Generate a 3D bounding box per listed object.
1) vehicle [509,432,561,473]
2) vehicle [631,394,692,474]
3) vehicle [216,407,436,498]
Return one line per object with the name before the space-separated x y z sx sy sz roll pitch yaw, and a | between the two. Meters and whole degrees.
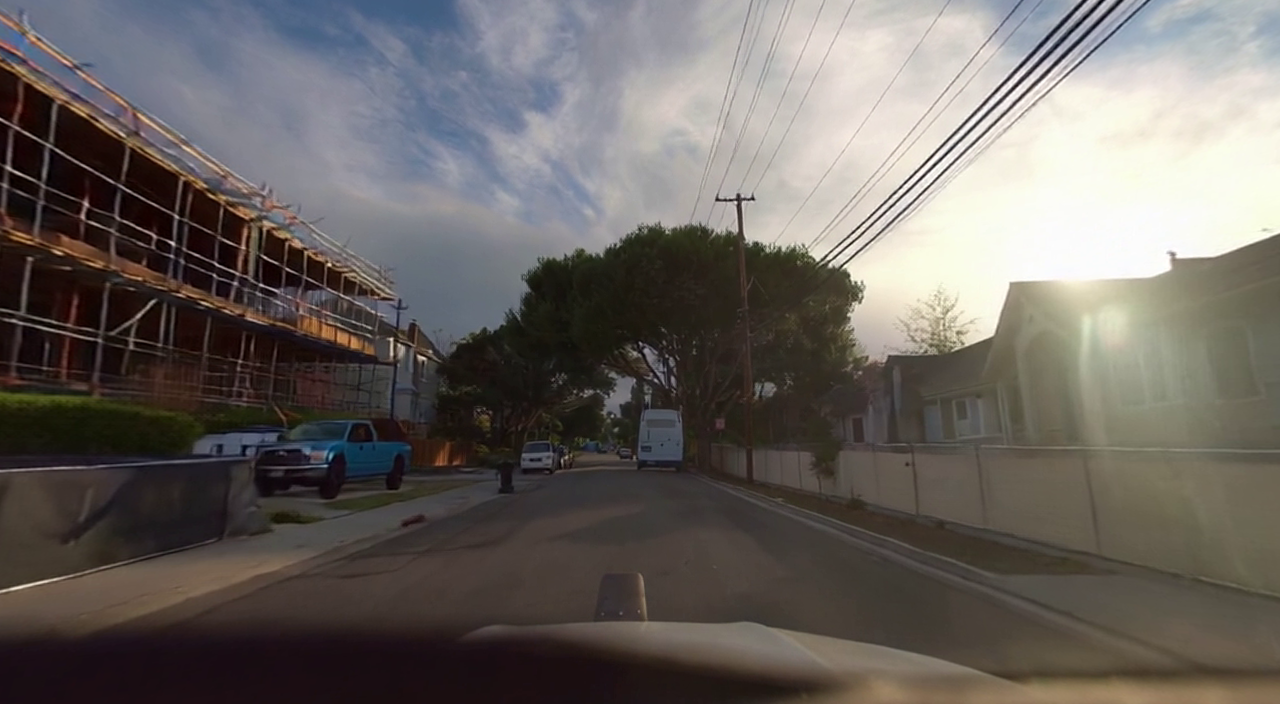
vehicle | -5.951 5.693 36.198 2.171 1.910 4.789 -1 -5 1
vehicle | 1.133 5.107 36.993 2.915 3.793 9.963 3 -11 1
vehicle | -7.575 2.547 16.142 2.238 1.895 5.648 -1 -9 6
